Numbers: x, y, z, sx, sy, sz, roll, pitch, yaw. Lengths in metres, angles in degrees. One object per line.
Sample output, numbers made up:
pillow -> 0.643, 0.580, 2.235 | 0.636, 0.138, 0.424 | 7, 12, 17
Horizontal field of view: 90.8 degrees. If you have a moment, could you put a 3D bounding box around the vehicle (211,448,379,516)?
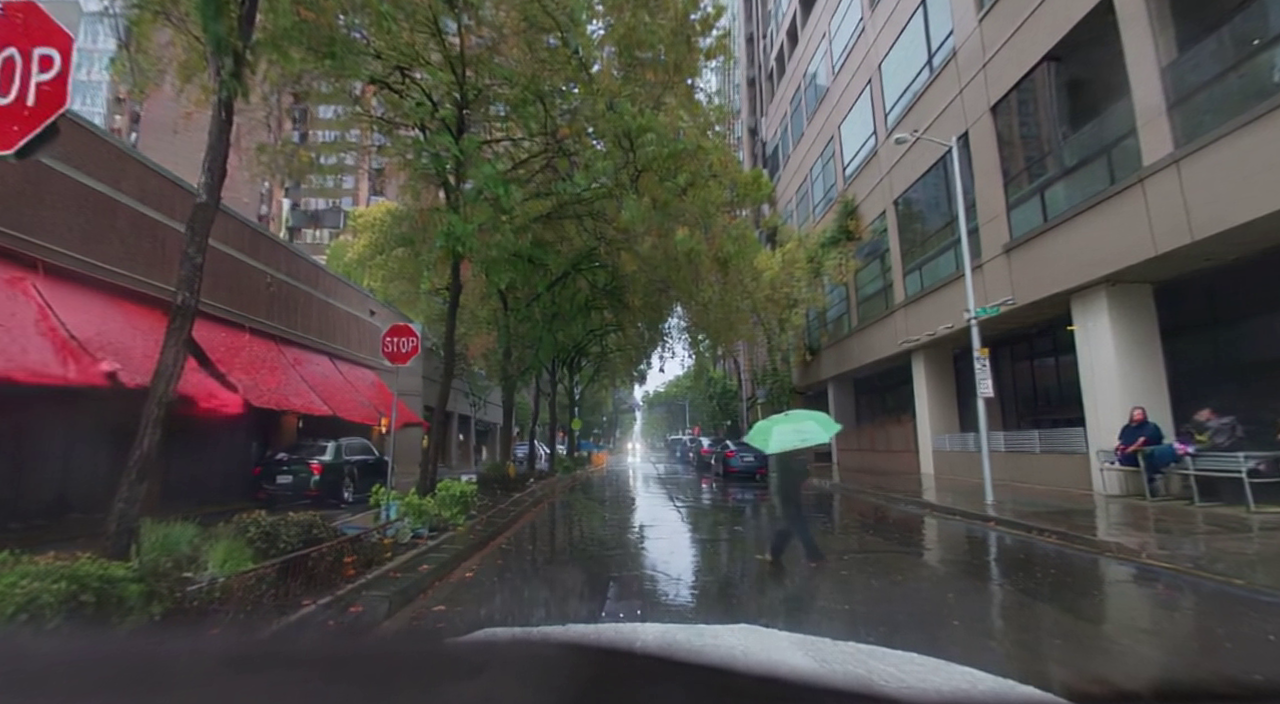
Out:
vehicle -> -8.791, 3.306, 16.646 | 2.007, 1.503, 4.343 | 0, -8, -1

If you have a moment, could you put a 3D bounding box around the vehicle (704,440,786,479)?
vehicle -> 4.589, 4.567, 27.108 | 1.858, 1.491, 4.329 | -5, -10, 33

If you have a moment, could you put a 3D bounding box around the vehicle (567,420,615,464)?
vehicle -> -3.006, 5.754, 40.238 | 2.317, 2.596, 6.053 | 0, -8, 2

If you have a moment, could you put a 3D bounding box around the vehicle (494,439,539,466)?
vehicle -> -8.852, 7.263, 45.725 | 2.256, 1.802, 4.333 | 0, -8, 2
